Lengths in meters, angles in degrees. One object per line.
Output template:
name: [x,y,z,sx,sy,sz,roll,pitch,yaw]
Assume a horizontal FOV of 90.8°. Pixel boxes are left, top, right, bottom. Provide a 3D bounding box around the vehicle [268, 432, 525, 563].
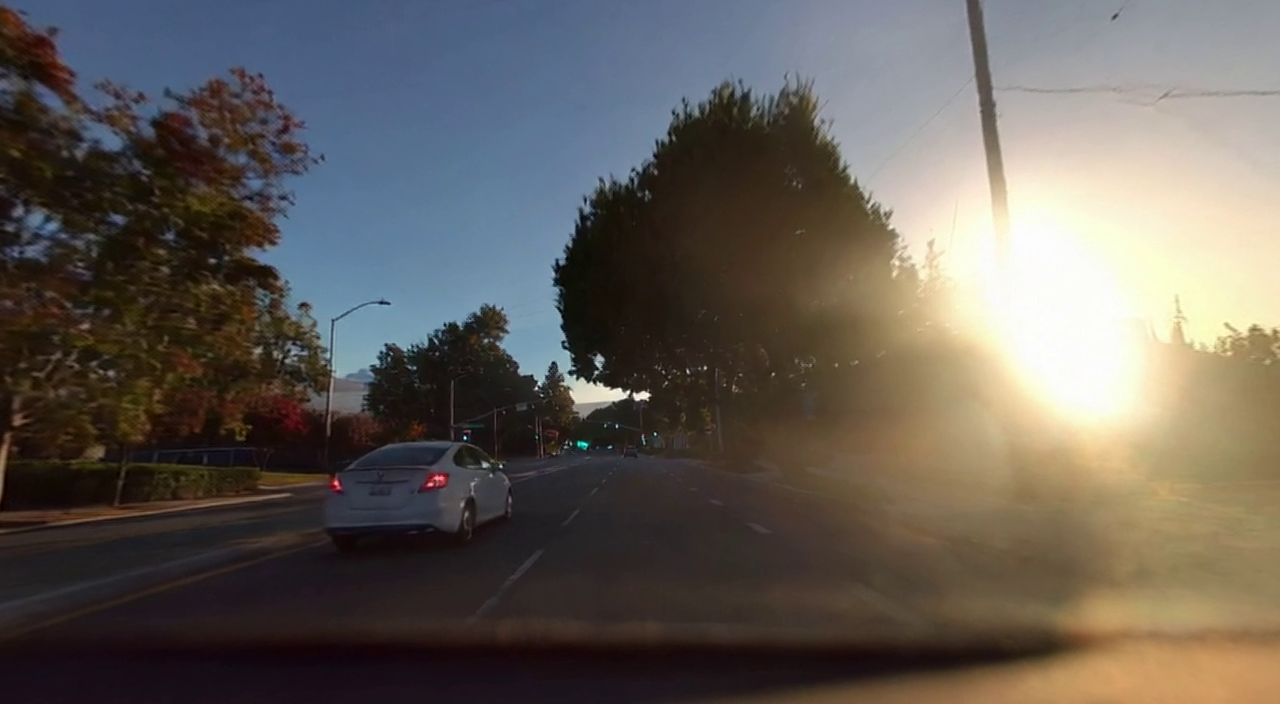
vehicle: [-3.204,2.018,9.462,2.113,1.493,4.222,0,-9,1]
